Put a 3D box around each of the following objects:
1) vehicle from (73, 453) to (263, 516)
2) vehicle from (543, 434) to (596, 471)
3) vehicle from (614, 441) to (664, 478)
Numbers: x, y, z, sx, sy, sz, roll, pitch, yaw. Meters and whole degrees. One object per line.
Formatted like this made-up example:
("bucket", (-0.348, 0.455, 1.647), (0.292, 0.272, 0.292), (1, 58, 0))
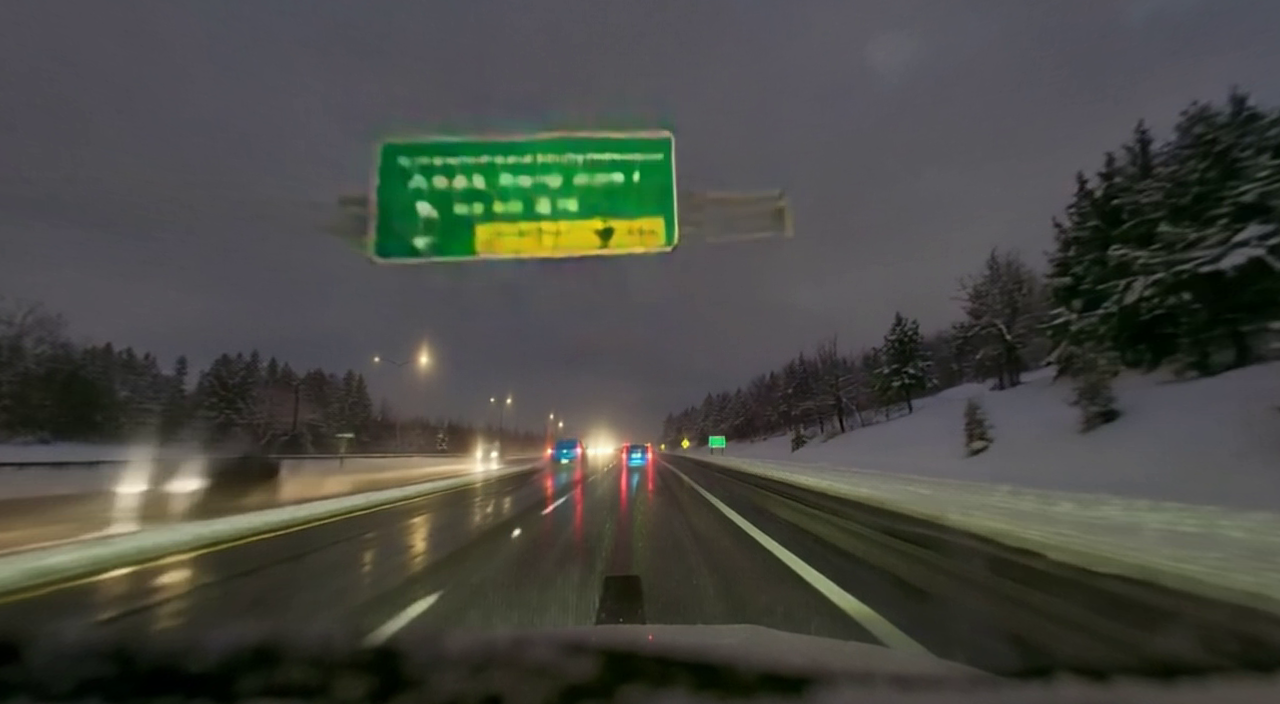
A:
("vehicle", (-13.284, 3.711, 18.157), (2.059, 1.512, 4.244), (0, -9, 2))
("vehicle", (-3.725, 5.462, 34.323), (2.264, 1.901, 4.647), (0, -9, 1))
("vehicle", (-0.018, 4.856, 28.688), (2.086, 1.548, 4.325), (0, -9, 1))
